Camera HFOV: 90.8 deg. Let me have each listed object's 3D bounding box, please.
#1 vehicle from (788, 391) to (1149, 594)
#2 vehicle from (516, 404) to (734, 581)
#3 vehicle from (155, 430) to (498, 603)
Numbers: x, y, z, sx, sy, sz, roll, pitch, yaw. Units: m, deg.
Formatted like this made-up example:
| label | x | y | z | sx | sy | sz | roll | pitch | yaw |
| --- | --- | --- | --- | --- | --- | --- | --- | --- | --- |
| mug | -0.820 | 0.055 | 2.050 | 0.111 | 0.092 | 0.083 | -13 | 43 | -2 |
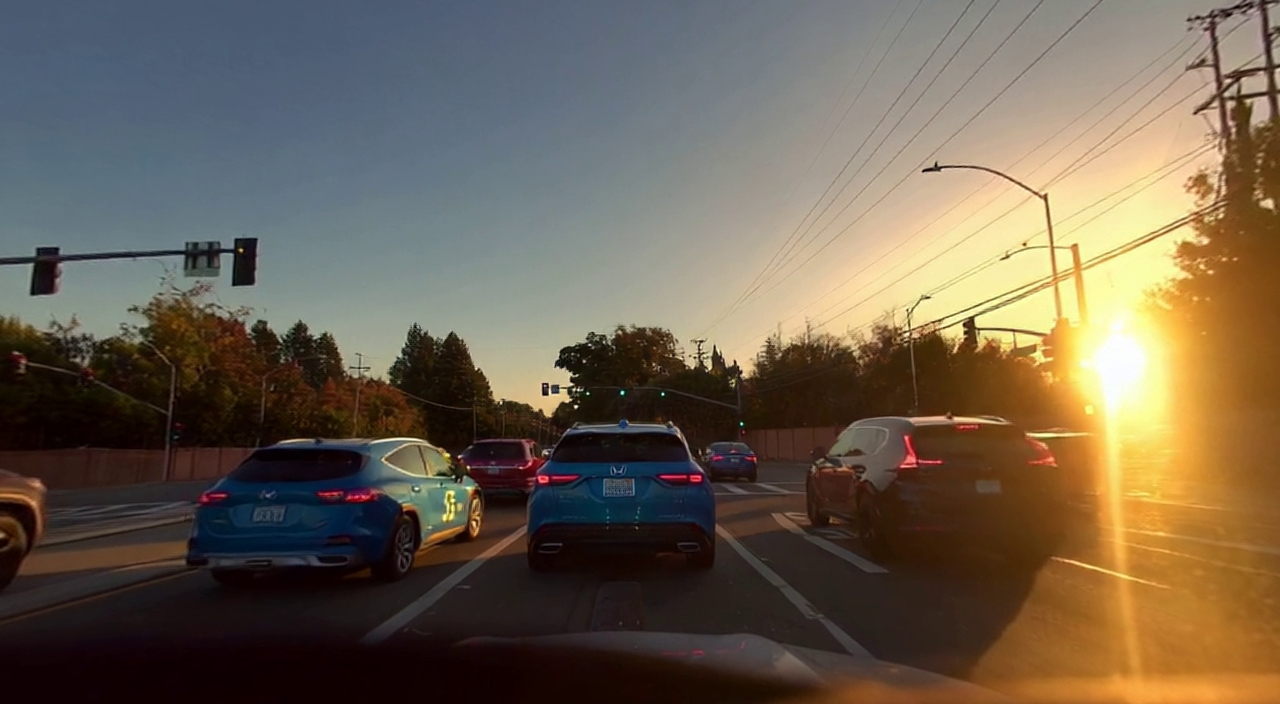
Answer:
| label | x | y | z | sx | sy | sz | roll | pitch | yaw |
| --- | --- | --- | --- | --- | --- | --- | --- | --- | --- |
| vehicle | 3.475 | 1.597 | 7.978 | 1.999 | 1.789 | 4.583 | 0 | -9 | -1 |
| vehicle | -0.119 | 1.675 | 8.262 | 2.111 | 1.712 | 4.078 | 0 | -9 | 1 |
| vehicle | -3.198 | 1.752 | 7.717 | 1.881 | 1.466 | 4.484 | 0 | -9 | 0 |
